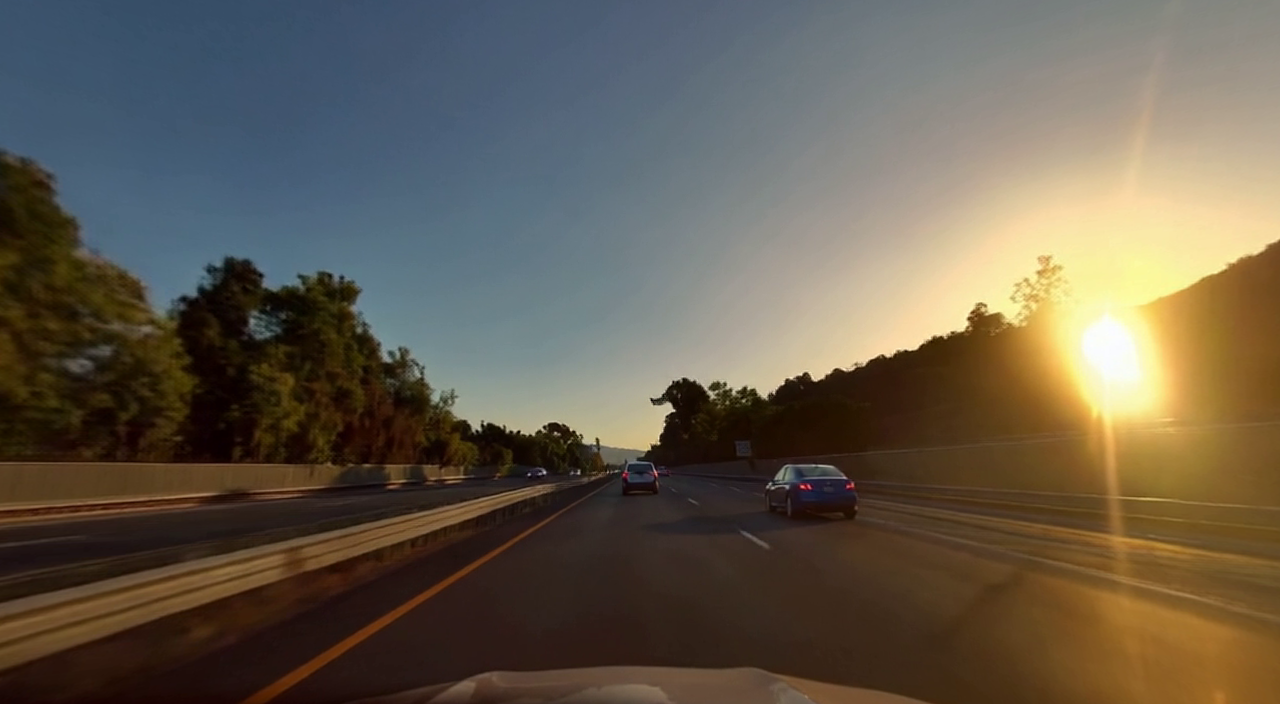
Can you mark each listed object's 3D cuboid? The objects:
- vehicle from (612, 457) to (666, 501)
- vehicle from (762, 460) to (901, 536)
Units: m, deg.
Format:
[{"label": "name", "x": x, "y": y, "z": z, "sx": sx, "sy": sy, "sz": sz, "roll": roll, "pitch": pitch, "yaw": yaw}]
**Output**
[{"label": "vehicle", "x": -0.027, "y": 5.201, "z": 25.888, "sx": 2.037, "sy": 1.605, "sz": 3.833, "roll": 1, "pitch": -11, "yaw": 0}, {"label": "vehicle", "x": 4.291, "y": 3.351, "z": 14.861, "sx": 1.938, "sy": 1.494, "sz": 4.032, "roll": 1, "pitch": -11, "yaw": -1}]
